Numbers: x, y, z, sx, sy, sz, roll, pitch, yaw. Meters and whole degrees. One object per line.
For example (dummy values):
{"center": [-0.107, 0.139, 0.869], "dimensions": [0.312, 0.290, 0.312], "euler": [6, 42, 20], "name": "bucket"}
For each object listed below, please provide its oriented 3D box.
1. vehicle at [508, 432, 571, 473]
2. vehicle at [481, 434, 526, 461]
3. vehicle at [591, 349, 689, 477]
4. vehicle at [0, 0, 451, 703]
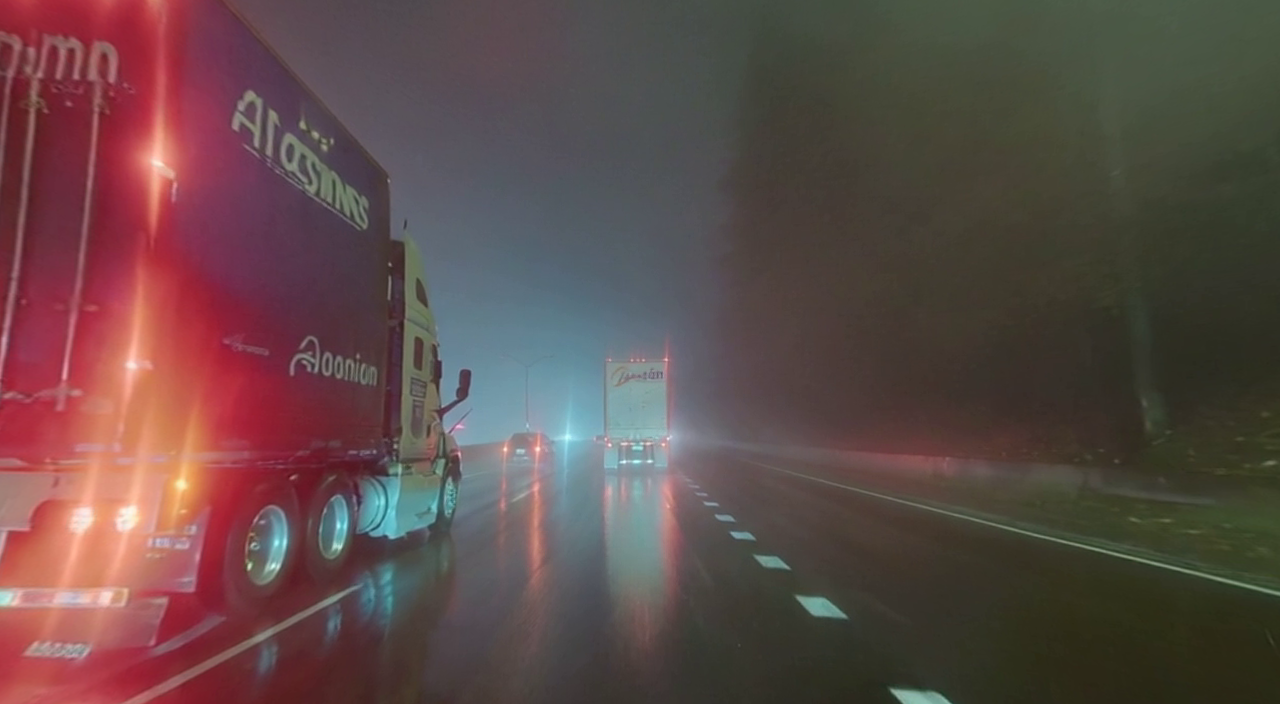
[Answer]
{"center": [-3.936, 3.982, 25.250], "dimensions": [1.933, 1.492, 3.838], "euler": [0, -8, -1], "name": "vehicle"}
{"center": [-7.883, 5.513, 36.594], "dimensions": [1.828, 1.470, 4.079], "euler": [0, -8, -2], "name": "vehicle"}
{"center": [-0.168, 2.671, 25.617], "dimensions": [3.118, 4.106, 10.719], "euler": [0, -8, -2], "name": "vehicle"}
{"center": [-4.041, 0.093, 5.762], "dimensions": [3.007, 4.031, 6.044], "euler": [1, -7, -4], "name": "vehicle"}
